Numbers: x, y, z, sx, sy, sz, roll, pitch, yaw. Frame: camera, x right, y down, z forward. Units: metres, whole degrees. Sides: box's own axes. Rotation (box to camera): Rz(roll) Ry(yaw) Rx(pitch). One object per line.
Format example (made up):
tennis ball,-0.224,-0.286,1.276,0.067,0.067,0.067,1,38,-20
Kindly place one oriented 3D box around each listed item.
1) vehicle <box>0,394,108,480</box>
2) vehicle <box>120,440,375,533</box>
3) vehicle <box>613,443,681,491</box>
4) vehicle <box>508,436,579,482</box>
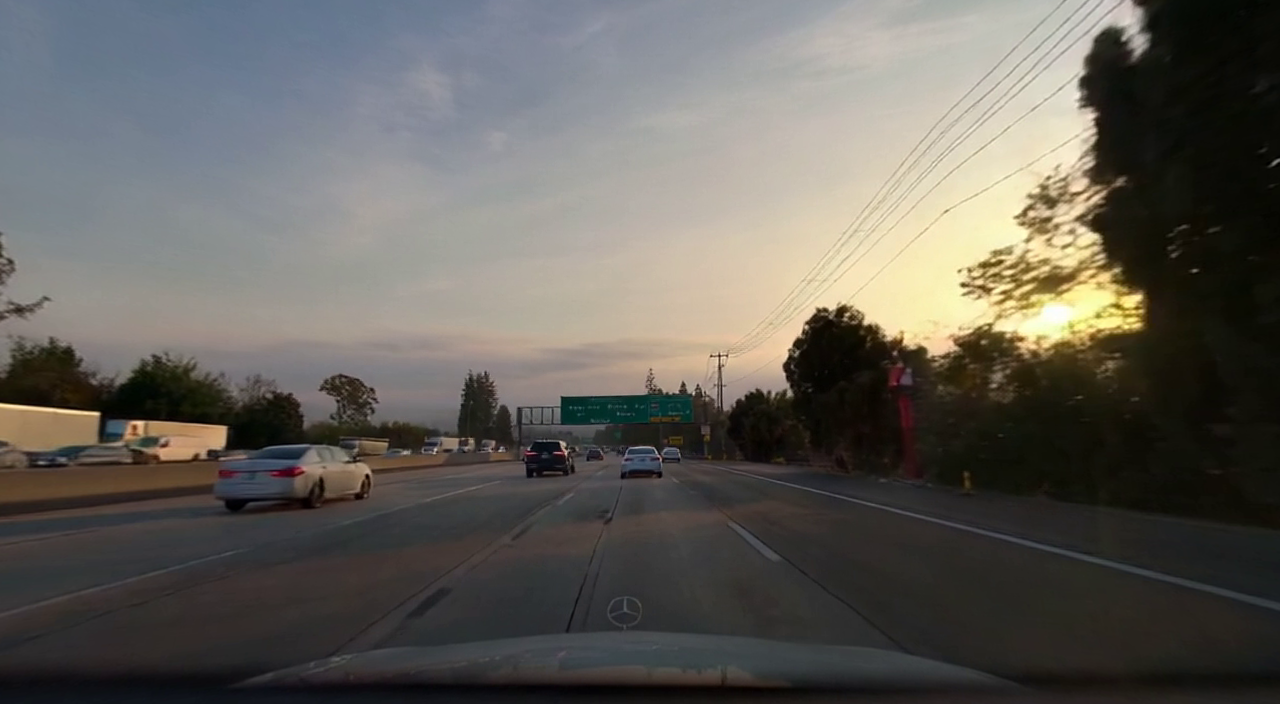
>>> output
vehicle,-31.890,4.023,29.819,2.841,4.066,12.931,1,-8,-4
vehicle,-7.235,2.491,12.412,1.974,1.464,4.733,0,-8,0
vehicle,0.171,3.856,21.574,2.082,1.482,4.126,0,-8,-1
vehicle,-3.982,4.529,26.937,2.289,1.777,4.534,0,-8,0
